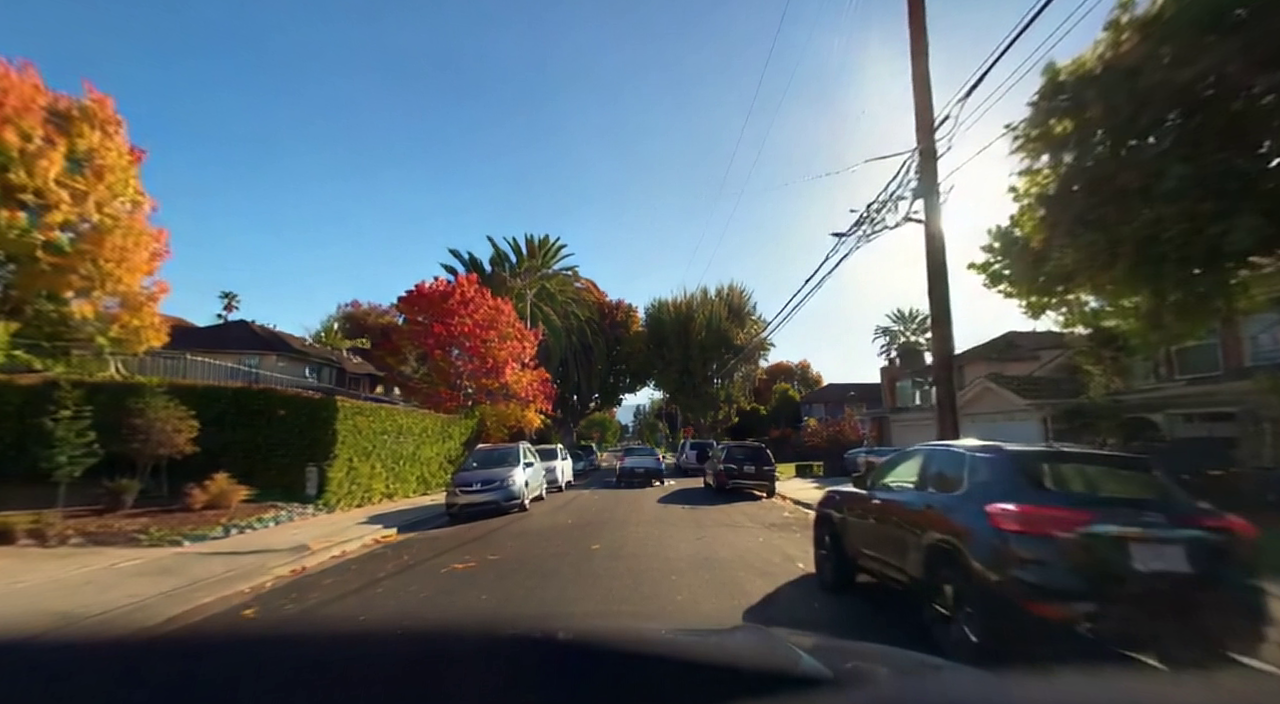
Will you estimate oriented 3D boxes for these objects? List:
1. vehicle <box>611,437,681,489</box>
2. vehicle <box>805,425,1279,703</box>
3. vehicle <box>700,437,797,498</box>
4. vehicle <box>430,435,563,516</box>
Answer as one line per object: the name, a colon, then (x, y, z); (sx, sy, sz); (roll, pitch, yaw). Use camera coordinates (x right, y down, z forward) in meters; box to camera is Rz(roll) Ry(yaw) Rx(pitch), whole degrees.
vehicle: (0.181, 3.519, 20.371); (2.010, 1.499, 4.107); (0, -8, 0)
vehicle: (2.907, 1.387, 4.980); (1.961, 1.481, 4.494); (0, -8, 0)
vehicle: (3.006, 3.292, 18.413); (1.967, 1.563, 4.237); (0, -8, -2)
vehicle: (-2.985, 2.652, 14.110); (1.877, 1.521, 4.348); (0, -8, 1)
